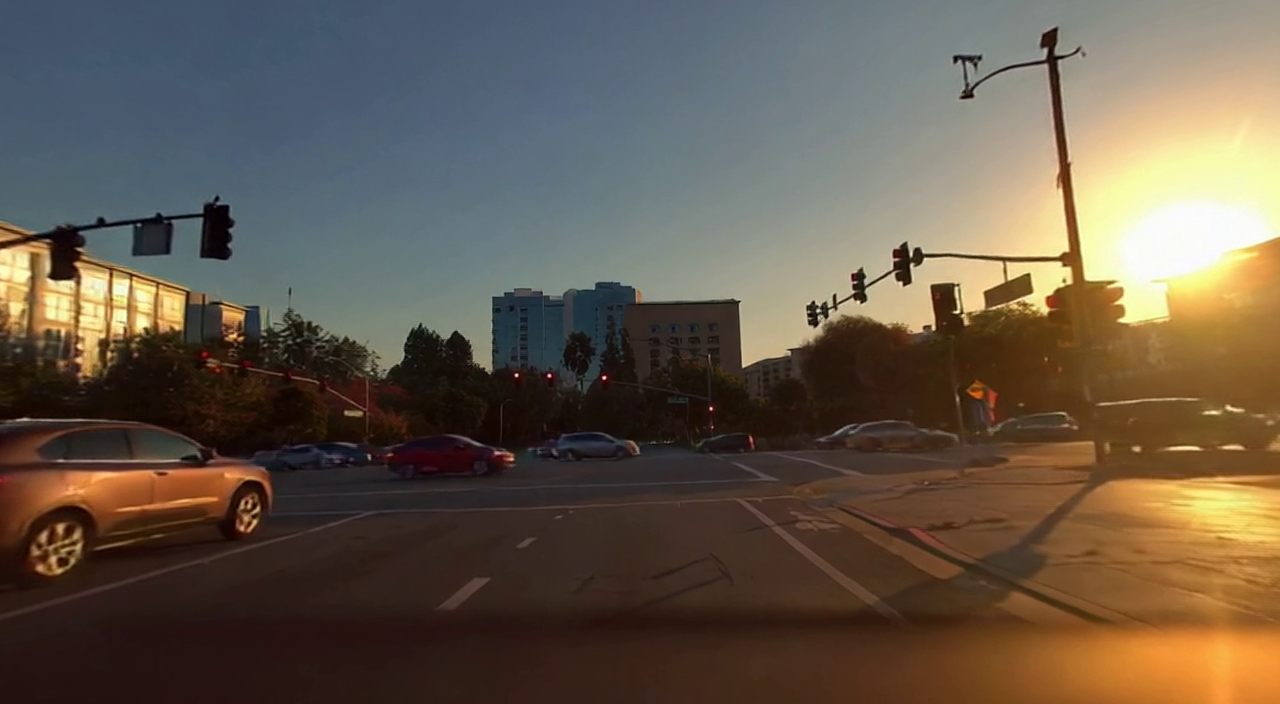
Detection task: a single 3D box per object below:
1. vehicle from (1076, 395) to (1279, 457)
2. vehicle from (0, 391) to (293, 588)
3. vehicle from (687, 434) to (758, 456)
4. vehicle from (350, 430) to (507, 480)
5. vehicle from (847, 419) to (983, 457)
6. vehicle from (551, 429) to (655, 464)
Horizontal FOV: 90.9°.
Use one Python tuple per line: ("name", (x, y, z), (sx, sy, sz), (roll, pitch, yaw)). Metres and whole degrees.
("vehicle", (17.252, 2.375, 20.007), (5.084, 1.824, 2.050), (-1, -9, 6))
("vehicle", (-6.394, 1.496, 7.460), (1.785, 1.678, 4.729), (0, -9, 1))
("vehicle", (5.716, 6.487, 43.843), (4.785, 1.472, 1.799), (-1, -9, 5))
("vehicle", (-7.416, 3.661, 22.396), (4.865, 1.663, 1.962), (-1, -9, 7))
("vehicle", (10.772, 3.443, 24.987), (4.515, 1.422, 1.802), (-1, -9, 5))
("vehicle", (-1.654, 4.397, 29.339), (4.591, 1.525, 1.836), (-1, -9, 6))
